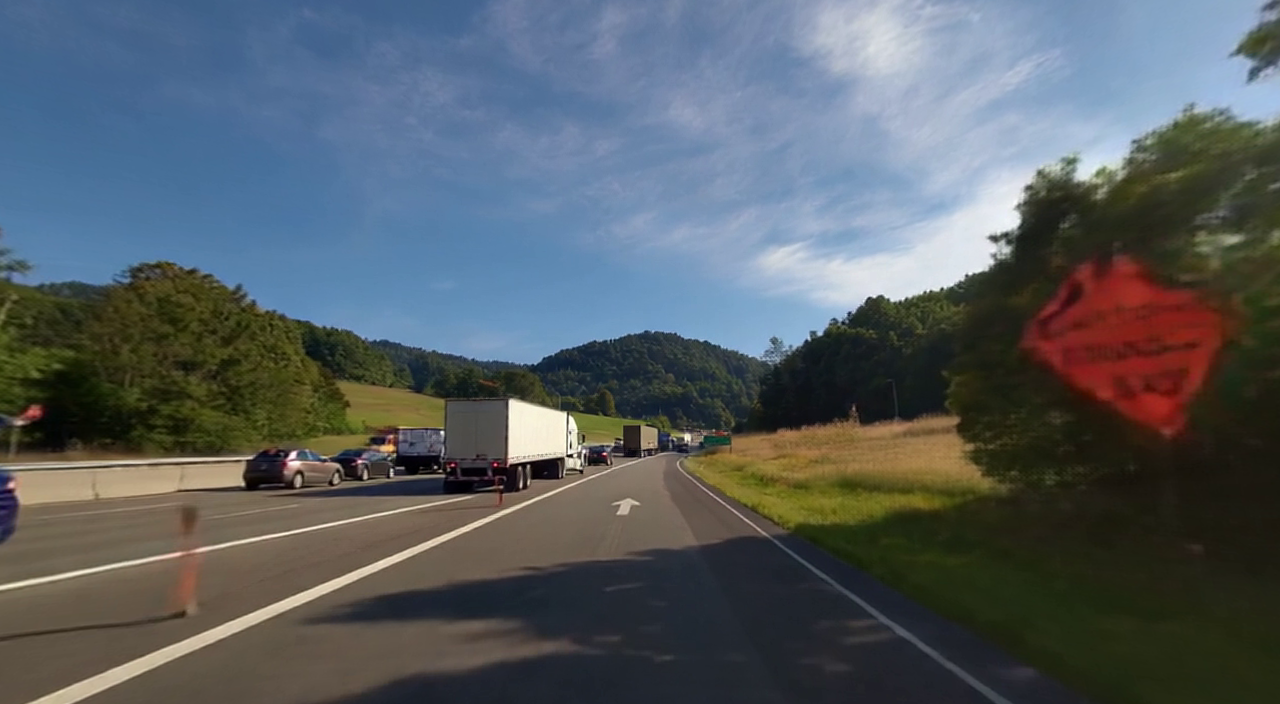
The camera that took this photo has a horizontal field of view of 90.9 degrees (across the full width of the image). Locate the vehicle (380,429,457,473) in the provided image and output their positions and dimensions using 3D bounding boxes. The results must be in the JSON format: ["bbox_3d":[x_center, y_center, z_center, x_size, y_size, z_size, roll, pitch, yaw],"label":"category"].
[{"bbox_3d":[-13.887,6.262,39.895,2.264,2.596,5.494,-1,-9,7],"label":"vehicle"}]

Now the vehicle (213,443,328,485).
[{"bbox_3d":[-15.778,4.787,27.202,1.943,1.662,4.283,-1,-9,7],"label":"vehicle"}]

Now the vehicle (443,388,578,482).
[{"bbox_3d":[-6.384,4.724,34.690,2.848,4.067,14.314,-1,-9,7],"label":"vehicle"}]

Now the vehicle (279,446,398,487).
[{"bbox_3d":[-12.022,4.578,25.584,1.925,1.493,4.864,-1,-9,8],"label":"vehicle"}]
